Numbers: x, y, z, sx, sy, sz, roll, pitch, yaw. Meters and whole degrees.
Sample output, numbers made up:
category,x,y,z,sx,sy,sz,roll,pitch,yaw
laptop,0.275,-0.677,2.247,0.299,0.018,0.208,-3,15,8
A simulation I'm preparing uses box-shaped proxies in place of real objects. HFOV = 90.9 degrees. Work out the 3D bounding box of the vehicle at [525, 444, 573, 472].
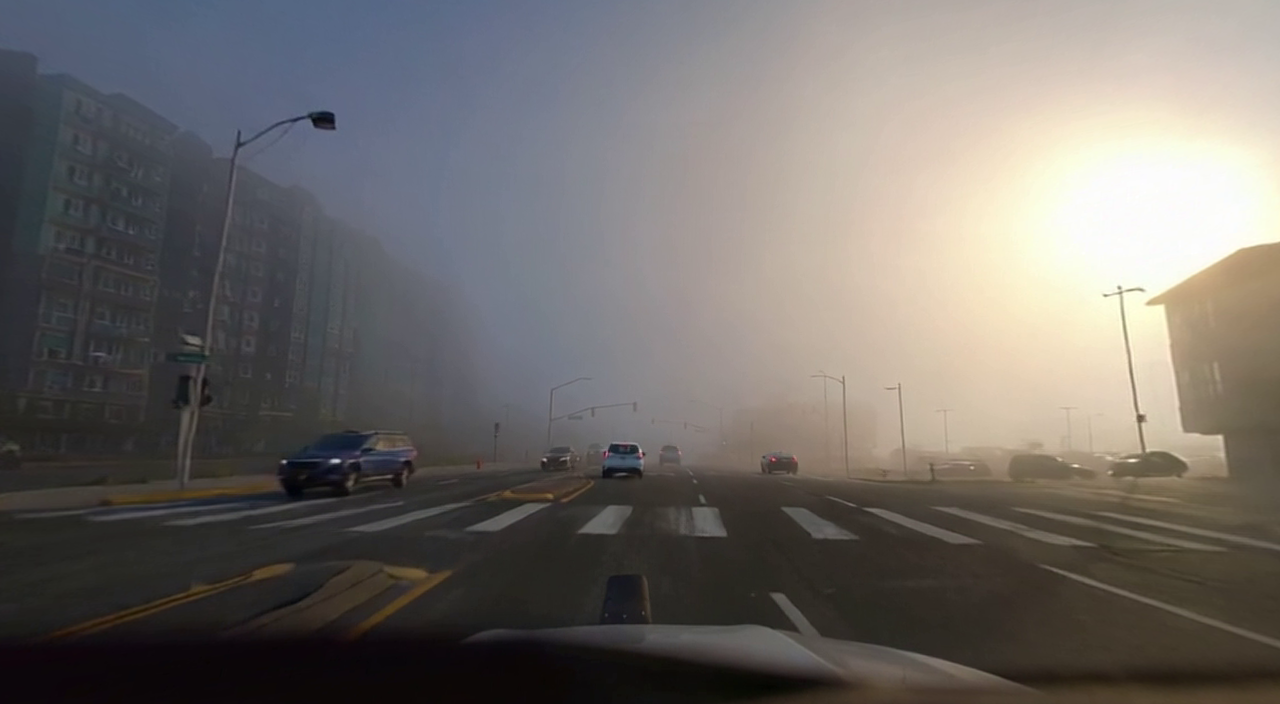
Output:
category,x,y,z,sx,sy,sz,roll,pitch,yaw
vehicle,-5.261,6.164,36.834,1.973,1.502,4.275,-1,-8,3

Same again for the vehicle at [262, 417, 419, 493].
category,x,y,z,sx,sy,sz,roll,pitch,yaw
vehicle,-9.013,3.164,19.623,2.393,2.059,4.739,-1,-8,2

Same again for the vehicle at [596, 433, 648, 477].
category,x,y,z,sx,sy,sz,roll,pitch,yaw
vehicle,-0.814,4.561,28.260,2.160,1.786,4.702,0,-8,-2

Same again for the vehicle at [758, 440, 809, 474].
category,x,y,z,sx,sy,sz,roll,pitch,yaw
vehicle,8.031,5.896,35.663,1.952,1.749,4.311,-1,-8,2
